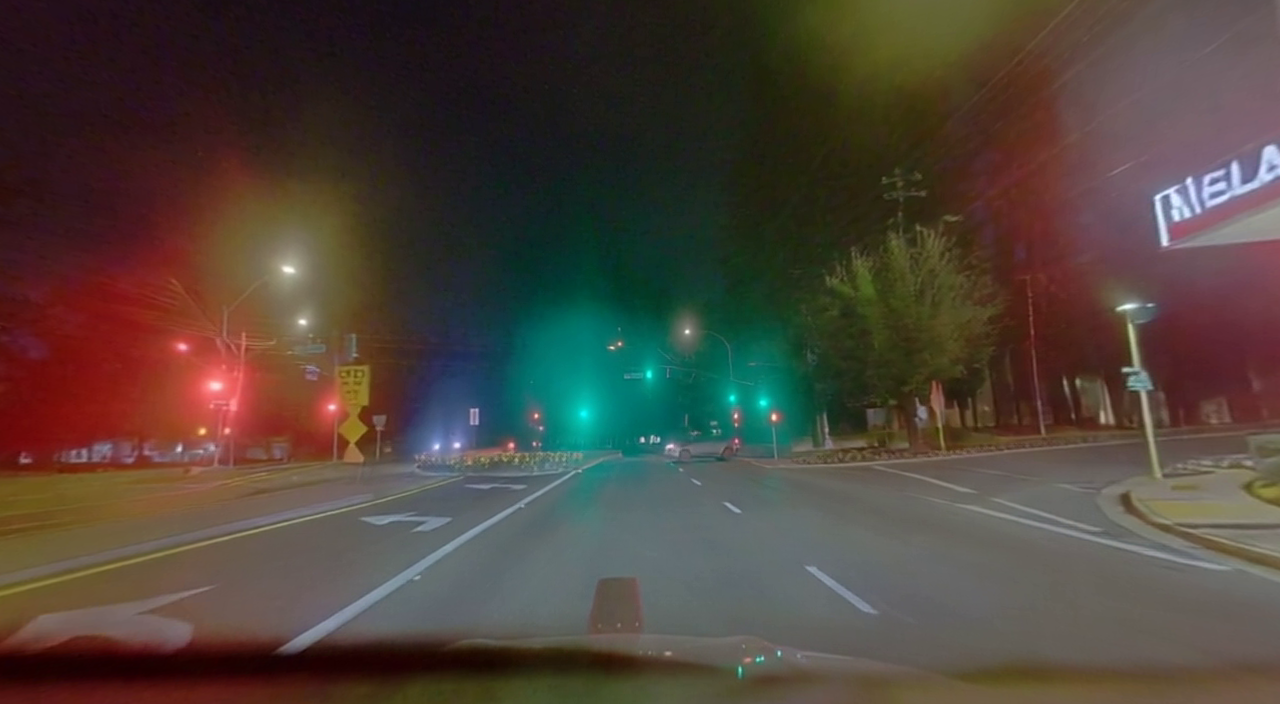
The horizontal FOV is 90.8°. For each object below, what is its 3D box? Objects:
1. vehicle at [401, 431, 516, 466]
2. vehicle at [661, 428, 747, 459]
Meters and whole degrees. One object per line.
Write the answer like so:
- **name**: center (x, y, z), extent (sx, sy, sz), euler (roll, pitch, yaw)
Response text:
- **vehicle**: center (-8.399, 4.478, 29.502), extent (4.709, 1.501, 1.895), euler (7, -11, -39)
- **vehicle**: center (3.530, 5.096, 35.312), extent (4.478, 1.678, 1.870), euler (1, -8, -8)
